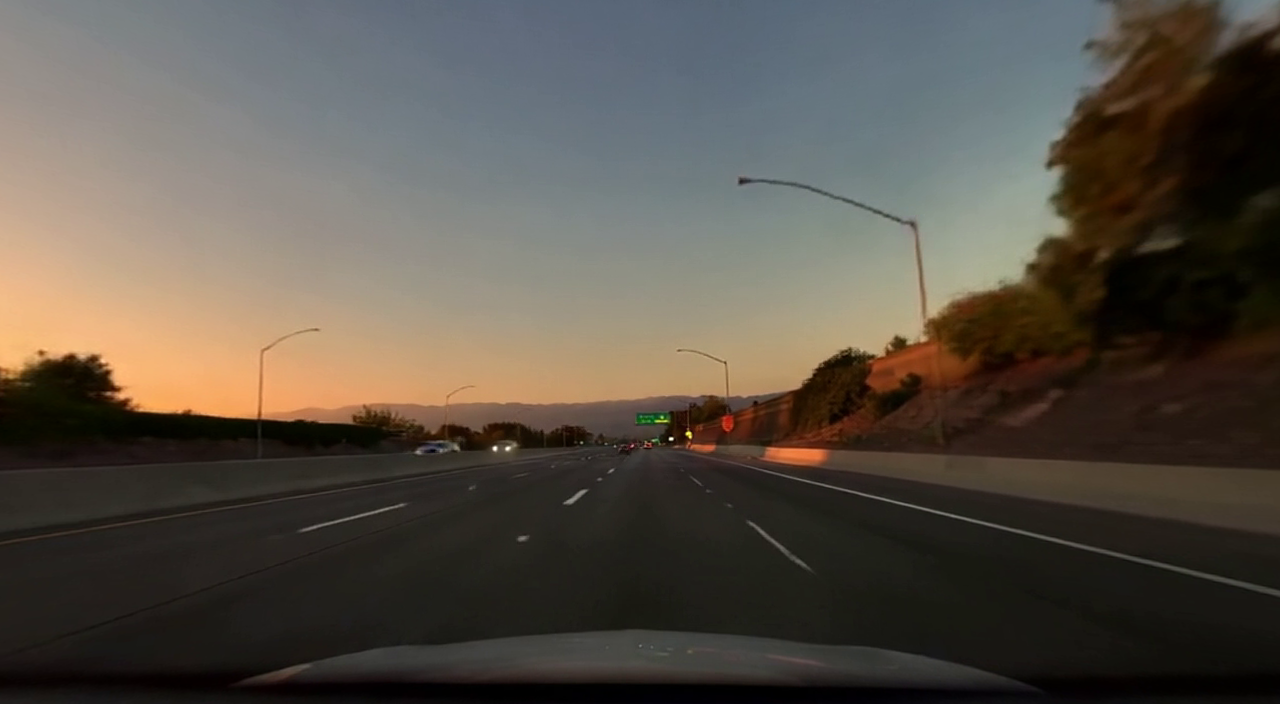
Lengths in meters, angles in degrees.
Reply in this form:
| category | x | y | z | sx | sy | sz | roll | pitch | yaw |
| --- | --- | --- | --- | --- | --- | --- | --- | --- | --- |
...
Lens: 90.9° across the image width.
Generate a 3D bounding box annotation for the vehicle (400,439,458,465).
| category | x | y | z | sx | sy | sz | roll | pitch | yaw |
| --- | --- | --- | --- | --- | --- | --- | --- | --- | --- |
| vehicle | -13.663 | 6.488 | 41.115 | 2.002 | 1.600 | 4.733 | 0 | -8 | 1 |
